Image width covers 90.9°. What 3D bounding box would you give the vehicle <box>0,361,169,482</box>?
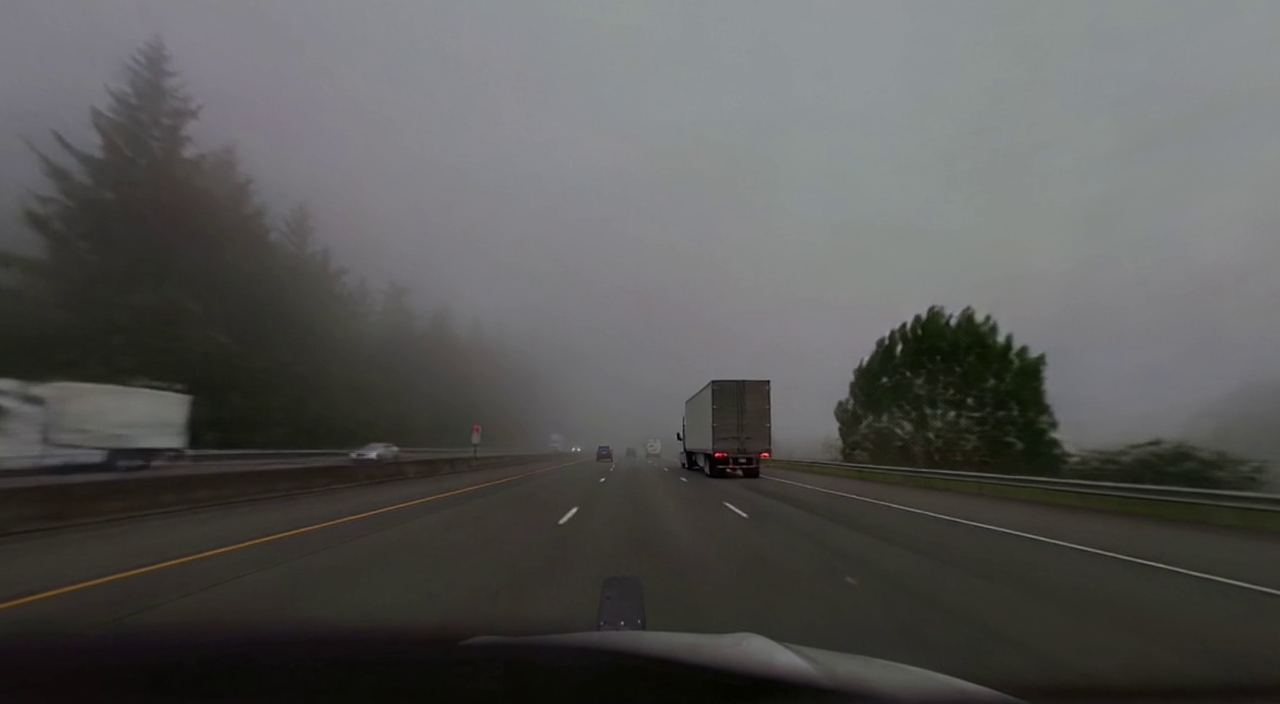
[{"bbox_3d":[-19.392,2.336,20.163,2.679,3.356,7.493,0,-9,0],"label":"vehicle"}]

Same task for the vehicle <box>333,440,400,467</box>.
[{"bbox_3d":[-15.773,5.896,36.616,1.865,1.464,4.619,0,-9,-1],"label":"vehicle"}]

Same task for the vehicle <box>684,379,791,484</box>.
[{"bbox_3d":[4.193,4.077,30.902,2.950,4.033,13.276,0,-9,-1],"label":"vehicle"}]
